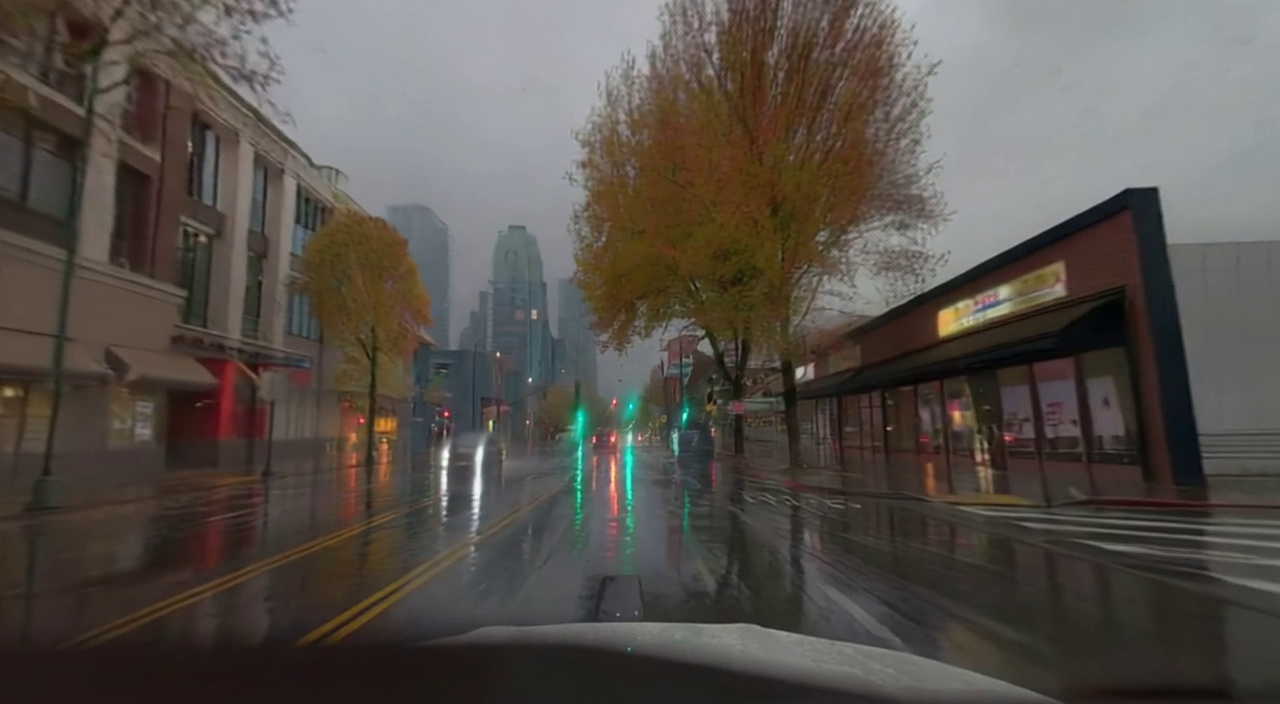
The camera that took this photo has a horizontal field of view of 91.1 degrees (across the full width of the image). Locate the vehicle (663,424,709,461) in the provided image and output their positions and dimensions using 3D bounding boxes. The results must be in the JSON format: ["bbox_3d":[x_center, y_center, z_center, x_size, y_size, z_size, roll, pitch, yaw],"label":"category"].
[{"bbox_3d":[2.582,5.188,36.200,2.147,1.968,4.478,0,-8,-2],"label":"vehicle"}]

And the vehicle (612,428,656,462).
[{"bbox_3d":[-0.363,5.007,34.093,2.274,1.736,4.083,0,-8,-2],"label":"vehicle"}]

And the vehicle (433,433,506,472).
[{"bbox_3d":[-7.024,4.157,26.436,2.121,1.489,4.430,1,-8,-4],"label":"vehicle"}]
